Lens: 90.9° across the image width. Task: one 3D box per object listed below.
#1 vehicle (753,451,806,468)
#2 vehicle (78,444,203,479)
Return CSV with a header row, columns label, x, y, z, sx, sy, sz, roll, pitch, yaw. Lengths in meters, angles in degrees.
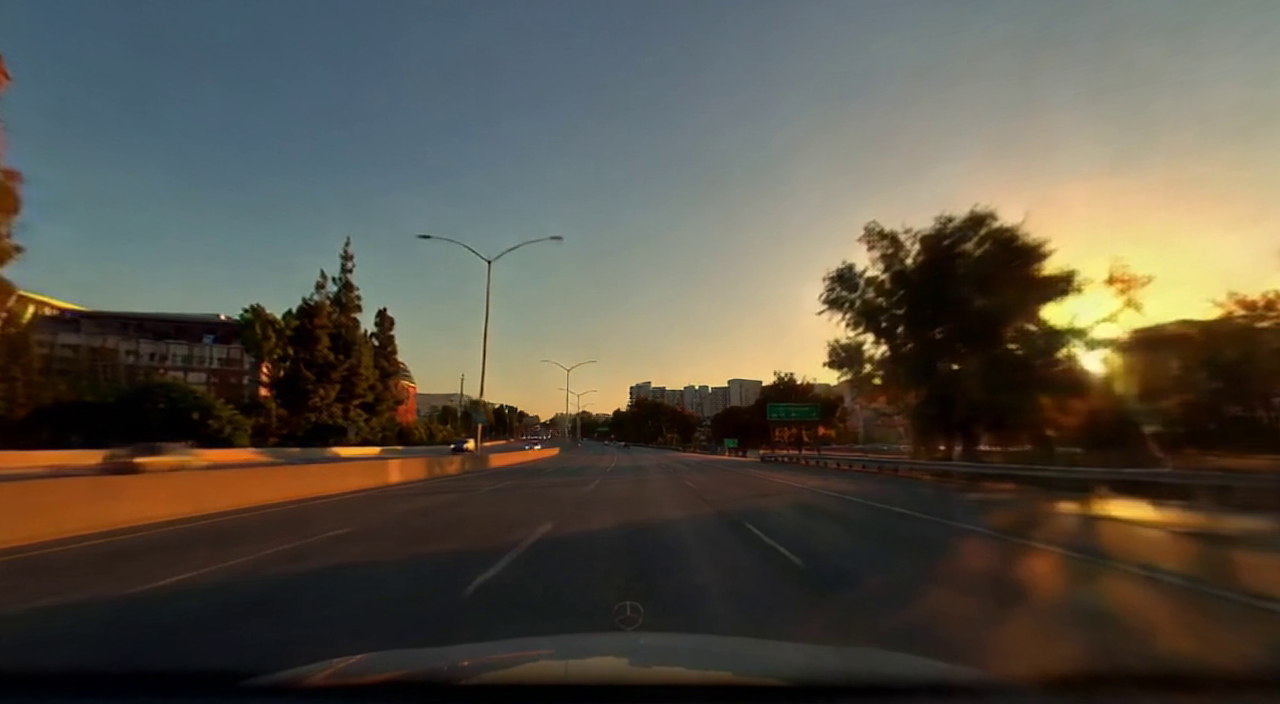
label,x,y,z,sx,sy,sz,roll,pitch,yaw
vehicle,9.087,7.047,41.475,2.635,1.057,4.249,0,-9,1
vehicle,-22.501,4.924,28.681,2.025,1.460,4.403,0,-8,0
